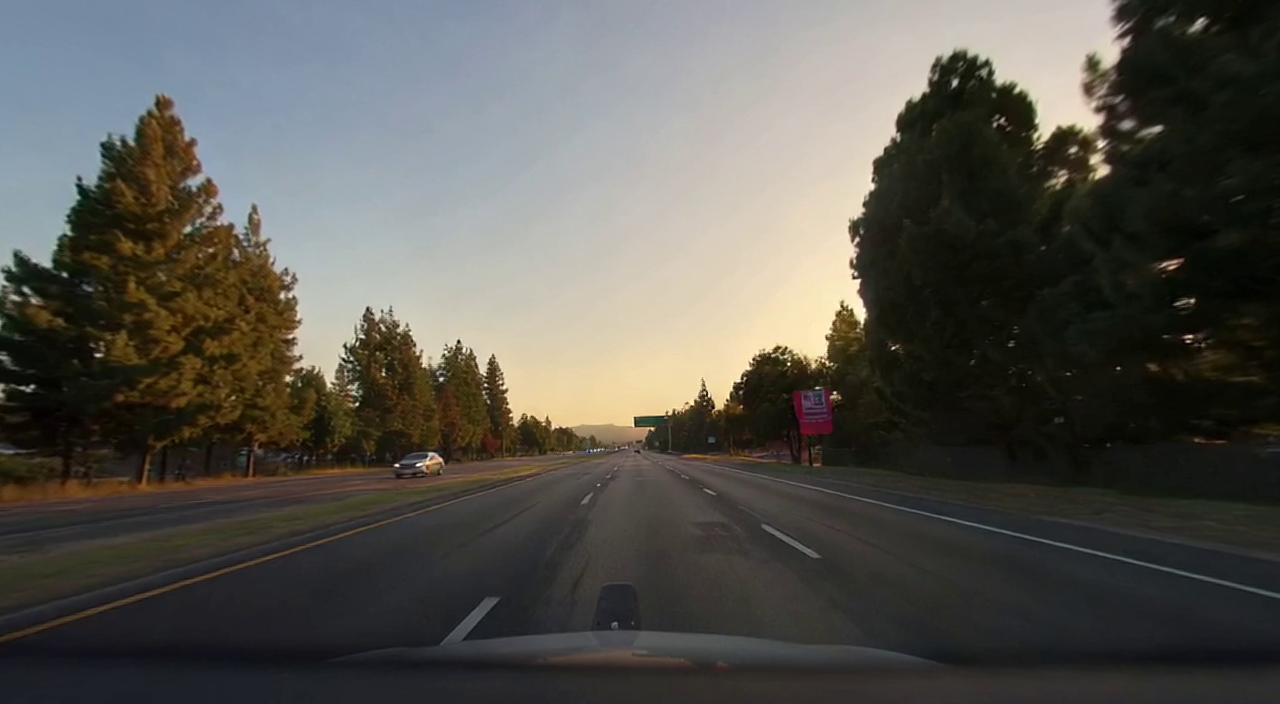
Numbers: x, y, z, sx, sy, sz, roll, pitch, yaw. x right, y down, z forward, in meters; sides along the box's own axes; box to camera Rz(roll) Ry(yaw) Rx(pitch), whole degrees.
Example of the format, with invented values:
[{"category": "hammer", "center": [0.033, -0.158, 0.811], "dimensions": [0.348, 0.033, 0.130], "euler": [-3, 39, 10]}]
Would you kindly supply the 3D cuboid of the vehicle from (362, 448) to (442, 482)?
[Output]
[{"category": "vehicle", "center": [-11.295, 5.384, 30.399], "dimensions": [2.087, 1.455, 4.585], "euler": [0, -9, 0]}]
